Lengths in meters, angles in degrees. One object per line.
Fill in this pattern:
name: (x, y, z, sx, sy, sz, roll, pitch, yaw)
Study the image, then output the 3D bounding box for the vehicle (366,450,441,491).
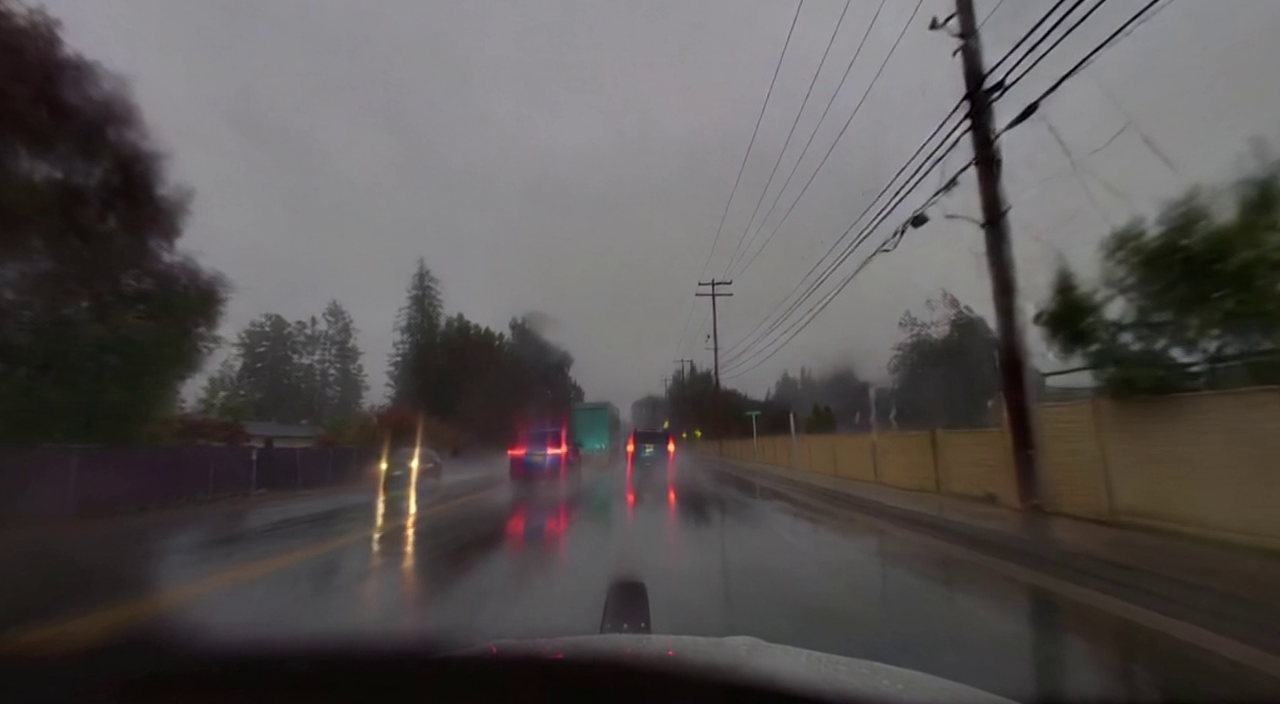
vehicle: (-11.739, 5.869, 31.557, 1.959, 1.691, 4.479, -5, -9, 0)

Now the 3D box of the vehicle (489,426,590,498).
vehicle: (-2.780, 3.192, 18.592, 2.093, 1.832, 4.508, -1, -9, 2)

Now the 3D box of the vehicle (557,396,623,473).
vehicle: (-2.603, 4.806, 36.075, 2.928, 3.658, 10.953, -1, -9, 0)

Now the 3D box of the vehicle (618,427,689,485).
vehicle: (0.413, 3.532, 21.575, 2.174, 1.749, 4.113, -1, -9, 0)
